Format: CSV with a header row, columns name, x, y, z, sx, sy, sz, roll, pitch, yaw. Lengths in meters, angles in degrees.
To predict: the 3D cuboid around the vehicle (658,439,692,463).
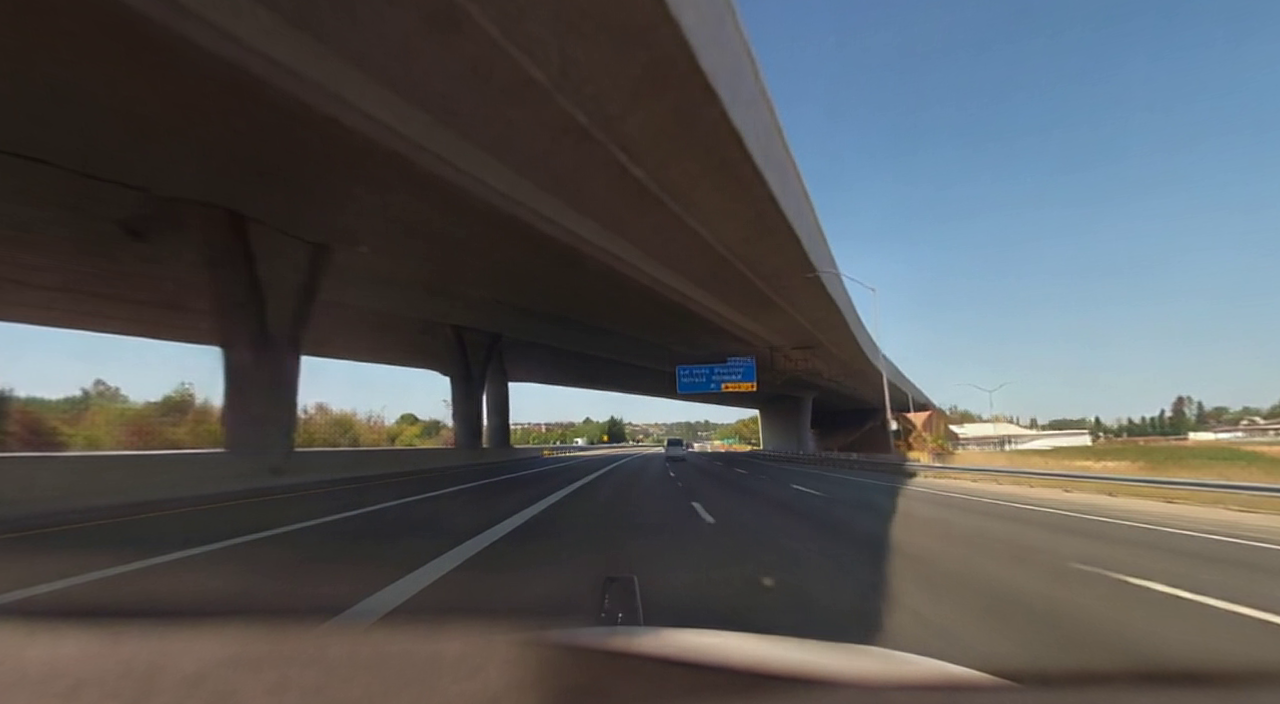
name,x,y,z,sx,sy,sz,roll,pitch,yaw
vehicle,2.589,7.419,47.500,2.224,1.738,4.376,0,-9,-1
